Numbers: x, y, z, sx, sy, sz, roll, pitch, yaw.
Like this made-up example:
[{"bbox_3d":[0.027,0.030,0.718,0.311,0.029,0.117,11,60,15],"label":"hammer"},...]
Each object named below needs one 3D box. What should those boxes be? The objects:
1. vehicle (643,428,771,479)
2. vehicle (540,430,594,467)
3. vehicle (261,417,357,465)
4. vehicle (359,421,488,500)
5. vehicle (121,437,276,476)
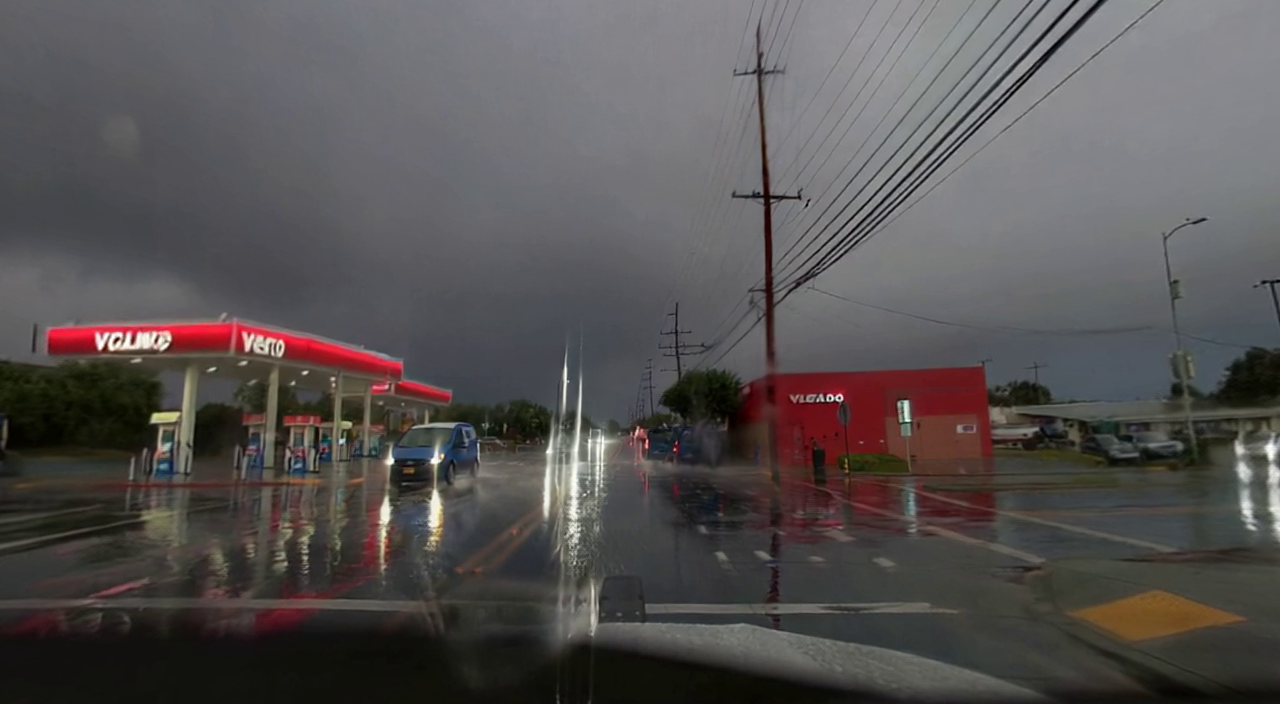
[{"bbox_3d":[2.395,3.707,23.252,4.271,1.663,2.000,-7,-11,41],"label":"vehicle"},{"bbox_3d":[-3.923,5.292,34.662,2.274,1.844,4.843,0,-9,1],"label":"vehicle"},{"bbox_3d":[-17.166,4.675,33.089,2.499,2.309,4.613,0,-9,-1],"label":"vehicle"},{"bbox_3d":[-5.933,3.041,18.096,2.222,1.931,4.882,0,-9,-3],"label":"vehicle"},{"bbox_3d":[-17.894,4.216,25.713,5.116,1.487,1.928,-1,-9,8],"label":"vehicle"}]
